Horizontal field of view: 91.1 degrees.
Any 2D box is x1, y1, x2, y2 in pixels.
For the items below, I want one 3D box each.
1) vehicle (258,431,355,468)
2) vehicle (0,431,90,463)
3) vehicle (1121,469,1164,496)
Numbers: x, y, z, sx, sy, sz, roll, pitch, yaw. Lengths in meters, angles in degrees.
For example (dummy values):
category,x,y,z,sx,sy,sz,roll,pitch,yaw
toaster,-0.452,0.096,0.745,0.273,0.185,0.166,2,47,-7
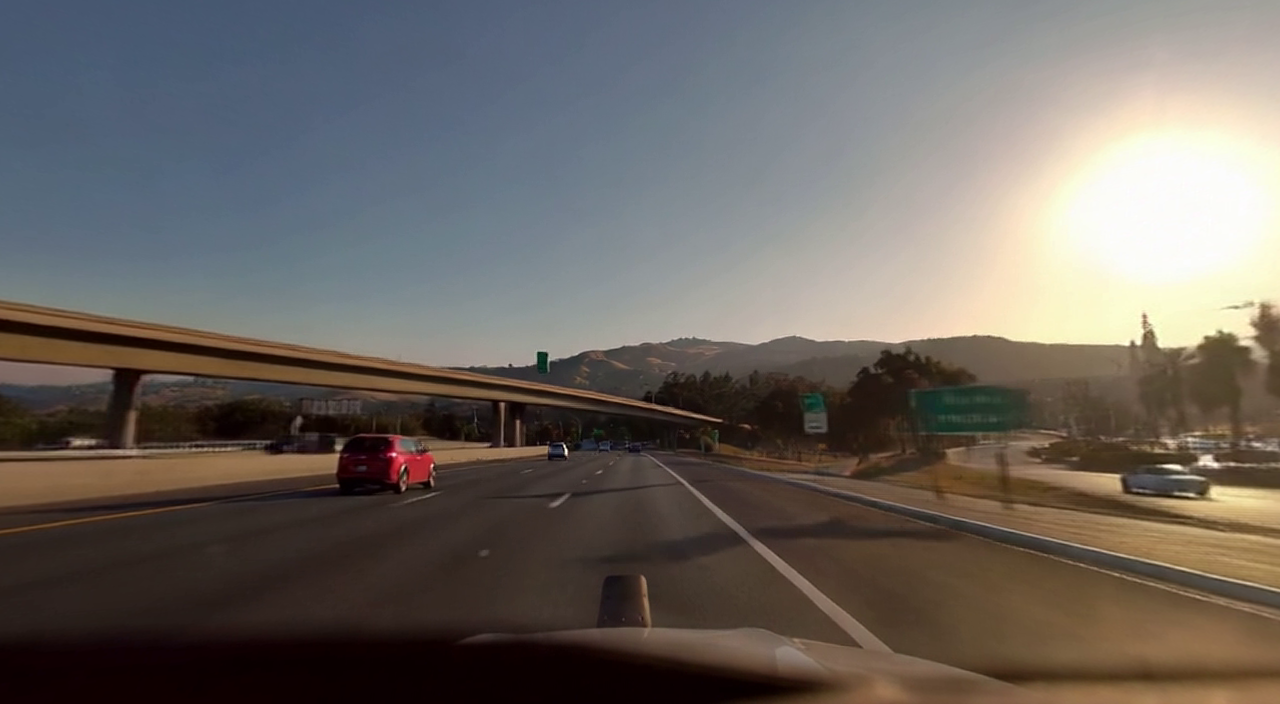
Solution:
category,x,y,z,sx,sy,sz,roll,pitch,yaw
vehicle,-16.235,4.788,30.920,1.967,1.669,5.209,0,-8,0
vehicle,-36.573,5.768,38.137,2.127,1.828,4.972,1,-8,-6
vehicle,37.700,9.705,47.066,2.115,1.724,4.226,-7,-11,41
